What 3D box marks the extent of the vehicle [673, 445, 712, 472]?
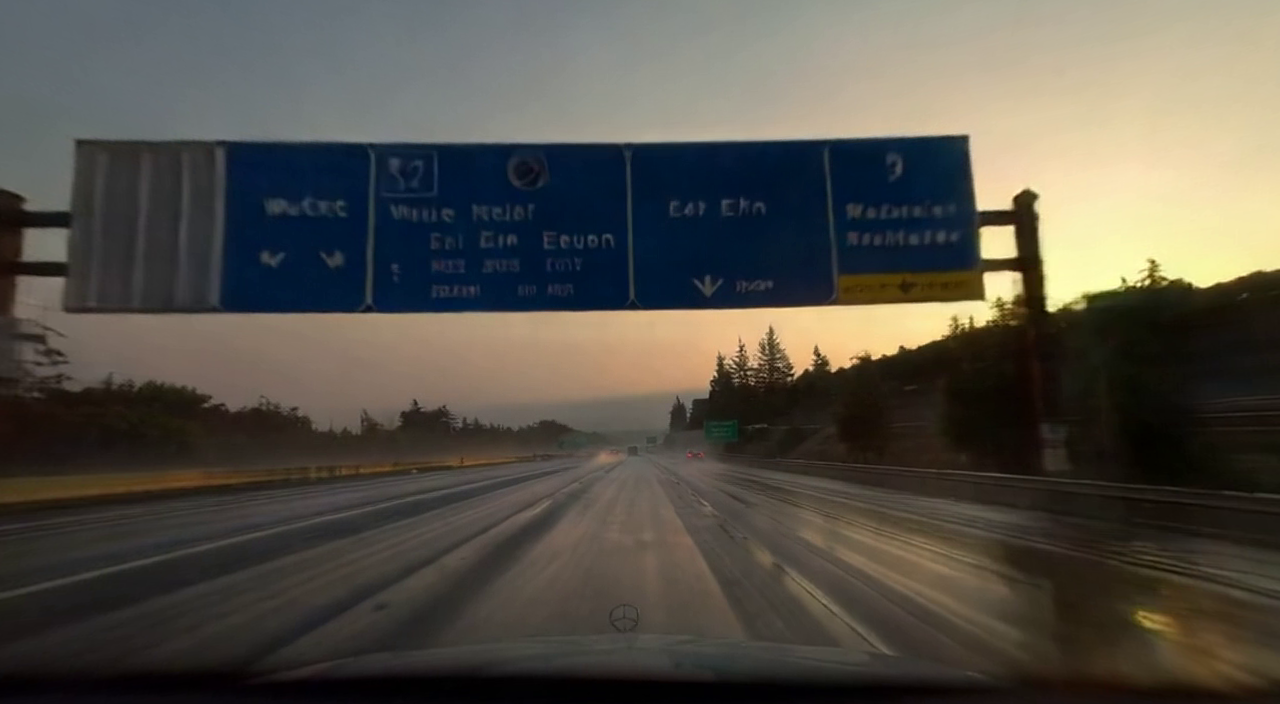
[{"bbox_3d":[3.543,7.286,43.342,2.133,1.746,4.511,0,-9,-1],"label":"vehicle"}]
